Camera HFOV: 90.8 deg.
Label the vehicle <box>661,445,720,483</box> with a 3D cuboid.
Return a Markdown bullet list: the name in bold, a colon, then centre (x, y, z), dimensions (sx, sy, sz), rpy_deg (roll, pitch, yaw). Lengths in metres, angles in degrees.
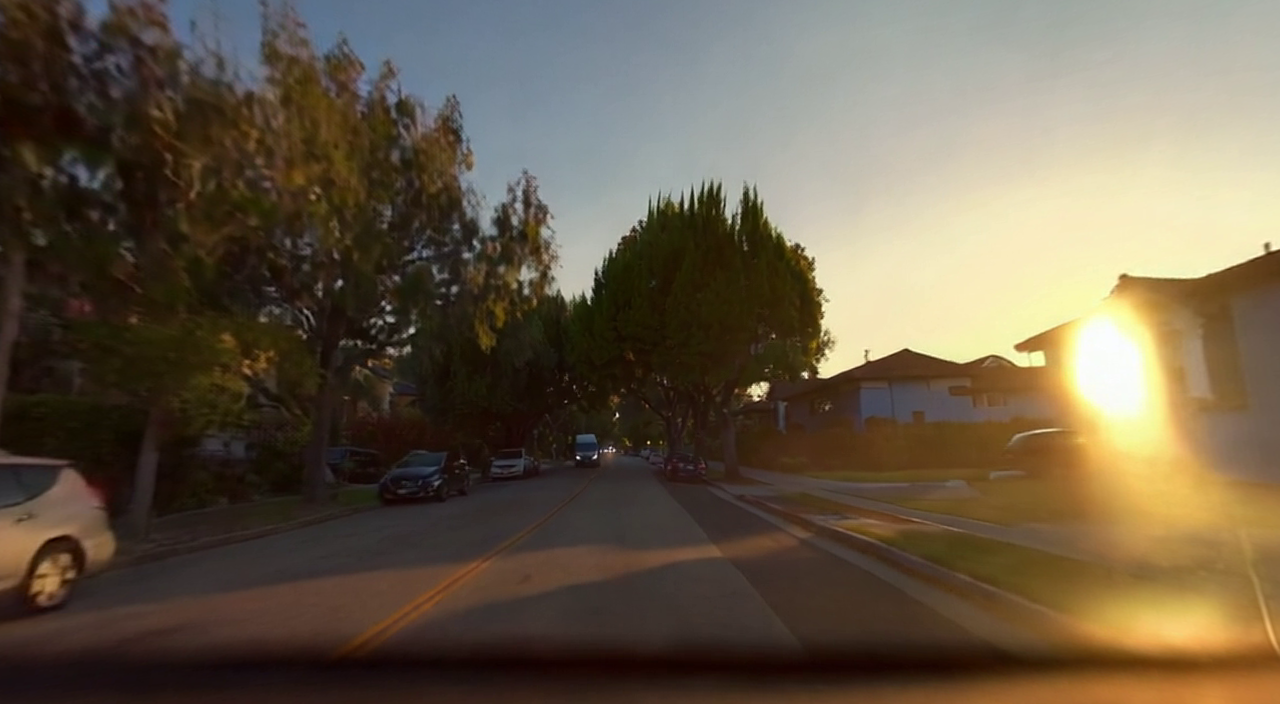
- **vehicle**: centre (2.123, 4.868, 27.789), dimensions (1.996, 1.516, 4.122), rpy_deg (0, -8, -4)

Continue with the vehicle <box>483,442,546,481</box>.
- **vehicle**: centre (-6.579, 5.779, 33.855), dimensions (2.265, 1.876, 5.371), rpy_deg (0, -8, 0)

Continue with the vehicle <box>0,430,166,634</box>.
- **vehicle**: centre (-6.296, 1.435, 4.841), dimensions (2.031, 1.662, 4.194), rpy_deg (0, -8, 0)

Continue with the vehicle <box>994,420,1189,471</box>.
- **vehicle**: centre (13.632, 2.864, 19.398), dimensions (4.370, 1.433, 1.889), rpy_deg (-2, -8, 13)

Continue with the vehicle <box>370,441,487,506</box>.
- **vehicle**: centre (-6.208, 3.584, 19.146), dimensions (2.033, 1.721, 4.328), rpy_deg (0, -8, 0)
